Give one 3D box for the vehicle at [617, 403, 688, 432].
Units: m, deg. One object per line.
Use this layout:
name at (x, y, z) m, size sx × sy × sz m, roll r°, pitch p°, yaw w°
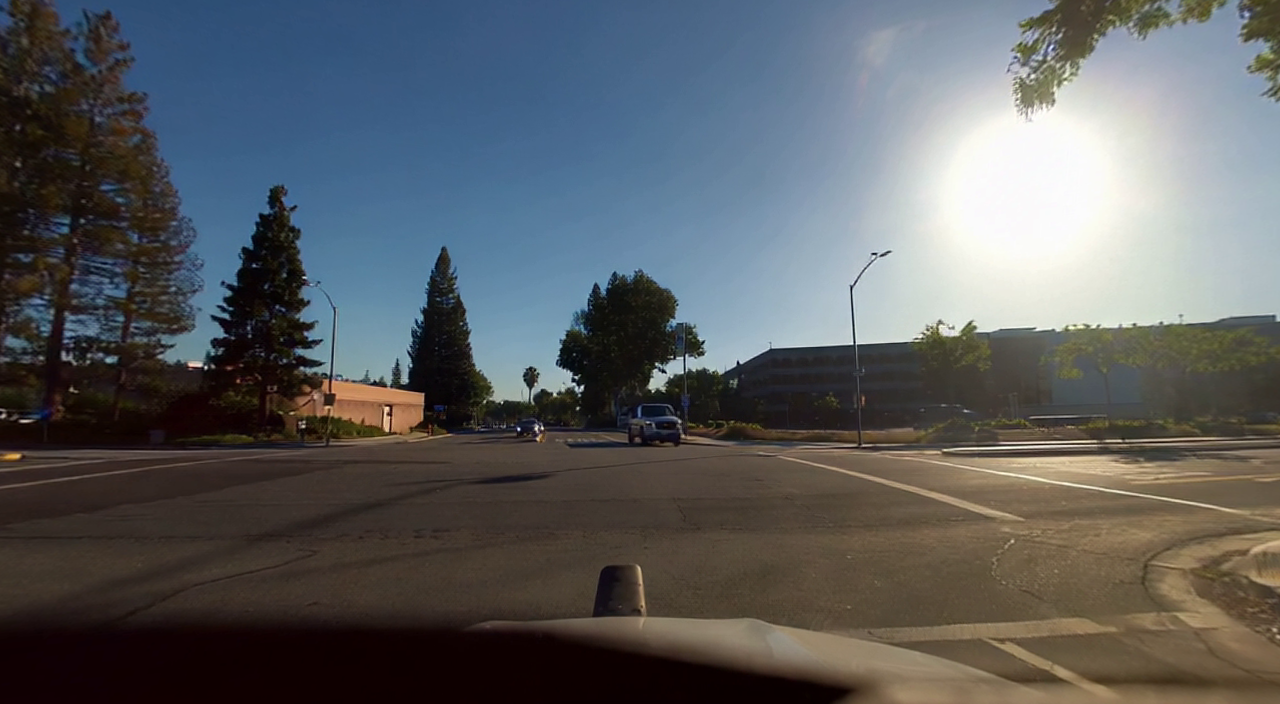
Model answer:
vehicle at (0.819, 4.780, 45.316) m, size 2.435 × 1.858 × 5.585 m, roll 5°, pitch -10°, yaw -32°
